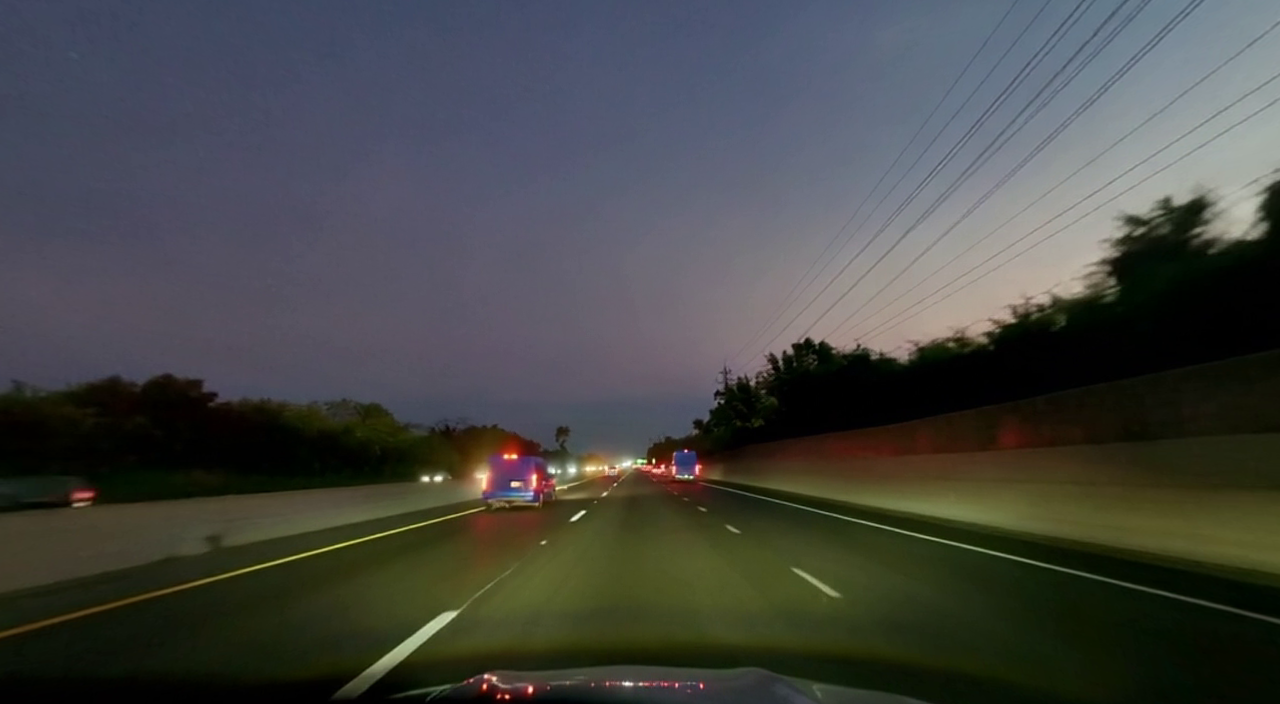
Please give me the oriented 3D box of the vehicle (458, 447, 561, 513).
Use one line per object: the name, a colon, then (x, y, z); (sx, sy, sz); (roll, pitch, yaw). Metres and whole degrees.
vehicle: (-3.845, 3.928, 19.580); (2.153, 1.756, 4.730); (1, -10, 0)
